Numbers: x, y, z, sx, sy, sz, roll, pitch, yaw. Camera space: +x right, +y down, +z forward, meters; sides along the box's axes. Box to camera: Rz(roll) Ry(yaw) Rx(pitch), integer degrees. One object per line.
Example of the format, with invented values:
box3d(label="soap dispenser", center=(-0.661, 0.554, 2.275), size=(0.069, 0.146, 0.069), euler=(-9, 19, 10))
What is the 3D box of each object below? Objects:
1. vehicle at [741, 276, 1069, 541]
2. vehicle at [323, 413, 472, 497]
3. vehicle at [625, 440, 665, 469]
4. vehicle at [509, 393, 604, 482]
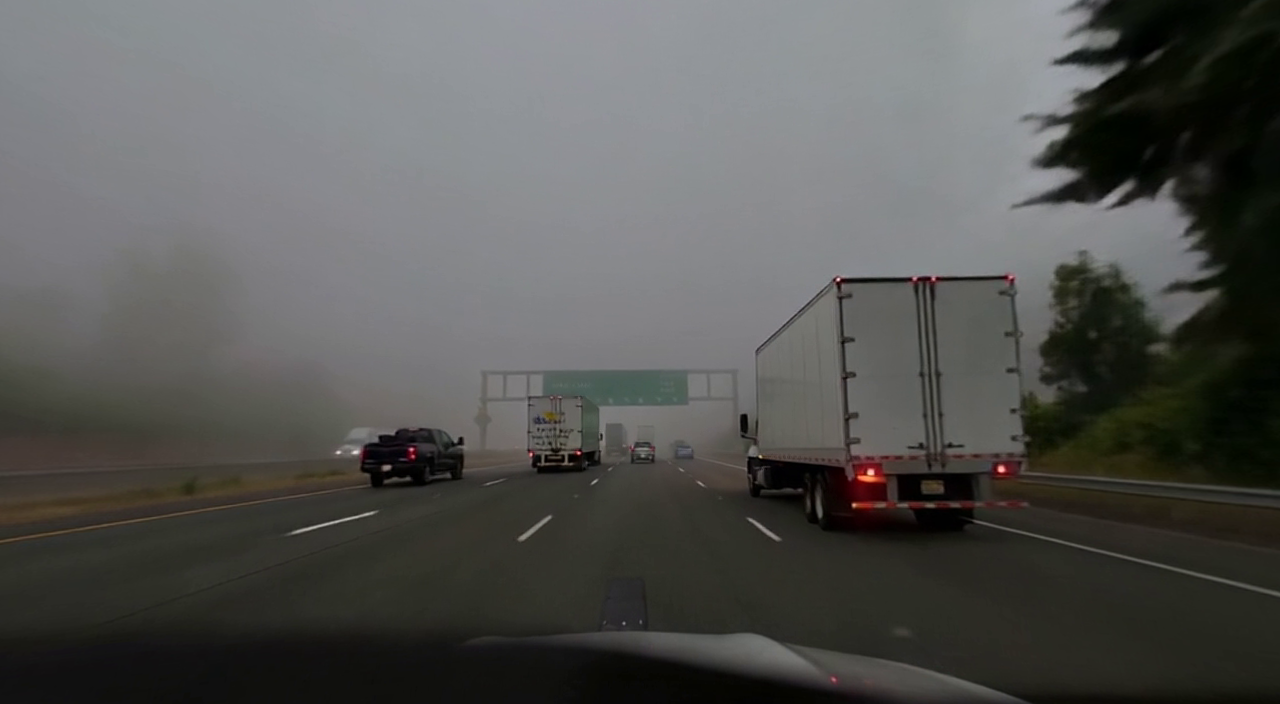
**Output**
box3d(label="vehicle", center=(4.027, 1.260, 12.084), size=(2.895, 3.484, 7.631), euler=(0, -9, 0))
box3d(label="vehicle", center=(-7.129, 3.120, 19.443), size=(2.322, 2.195, 5.556), euler=(0, -9, 0))
box3d(label="vehicle", center=(0.270, 5.705, 35.248), size=(2.105, 1.502, 4.068), euler=(0, -9, 0))
box3d(label="vehicle", center=(-3.208, 3.636, 26.464), size=(2.745, 3.156, 7.608), euler=(0, -9, 2))
